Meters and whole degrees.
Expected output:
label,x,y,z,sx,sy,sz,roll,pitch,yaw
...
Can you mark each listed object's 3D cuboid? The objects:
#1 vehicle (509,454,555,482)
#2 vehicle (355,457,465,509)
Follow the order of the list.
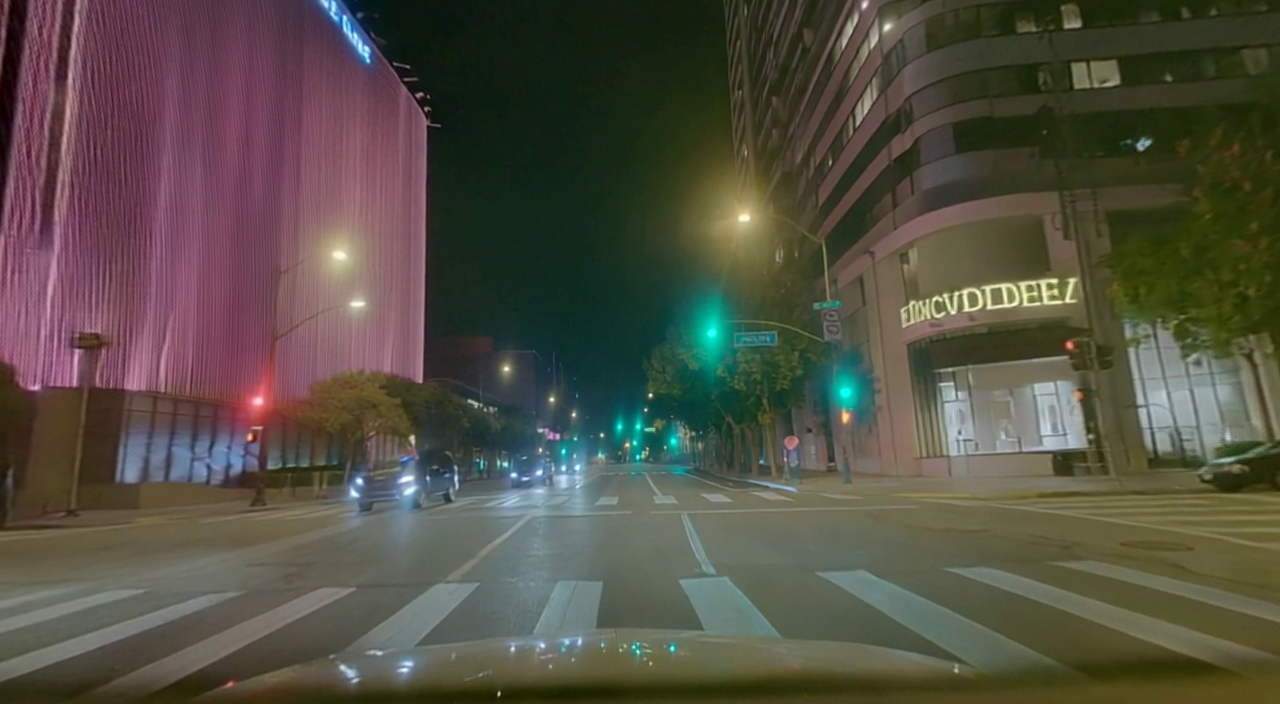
label,x,y,z,sx,sy,sz,roll,pitch,yaw
vehicle,-6.535,7.076,38.685,1.897,1.537,3.770,-1,-9,4
vehicle,-7.417,4.243,20.891,1.893,1.451,4.276,0,-9,2
